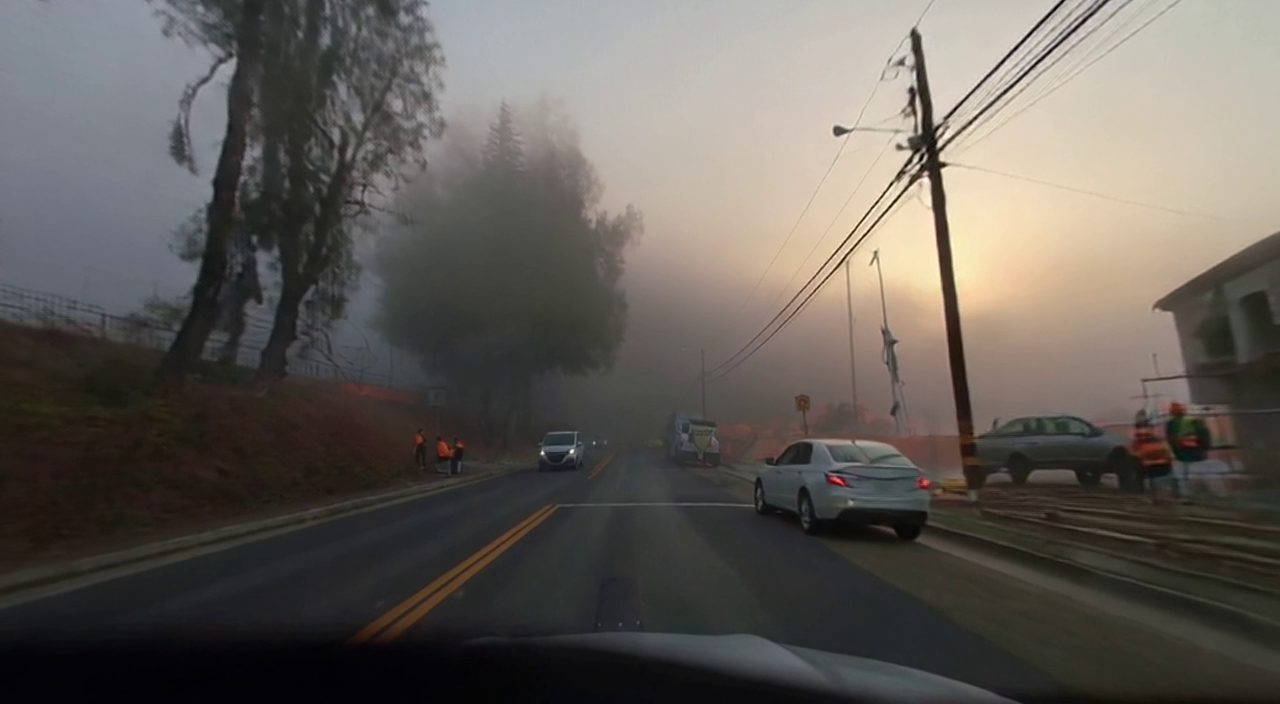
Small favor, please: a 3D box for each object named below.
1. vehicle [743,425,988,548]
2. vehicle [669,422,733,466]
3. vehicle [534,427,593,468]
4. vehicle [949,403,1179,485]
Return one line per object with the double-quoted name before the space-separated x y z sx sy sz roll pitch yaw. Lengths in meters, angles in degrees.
"vehicle" 3.161 2.003 10.145 2.006 1.482 4.722 0 -9 -3
"vehicle" 3.098 4.940 33.729 2.759 2.114 6.152 0 -9 0
"vehicle" -3.836 4.981 32.895 2.358 1.921 5.675 0 -9 0
"vehicle" 11.278 2.493 17.133 4.633 2.059 2.050 0 -9 2
